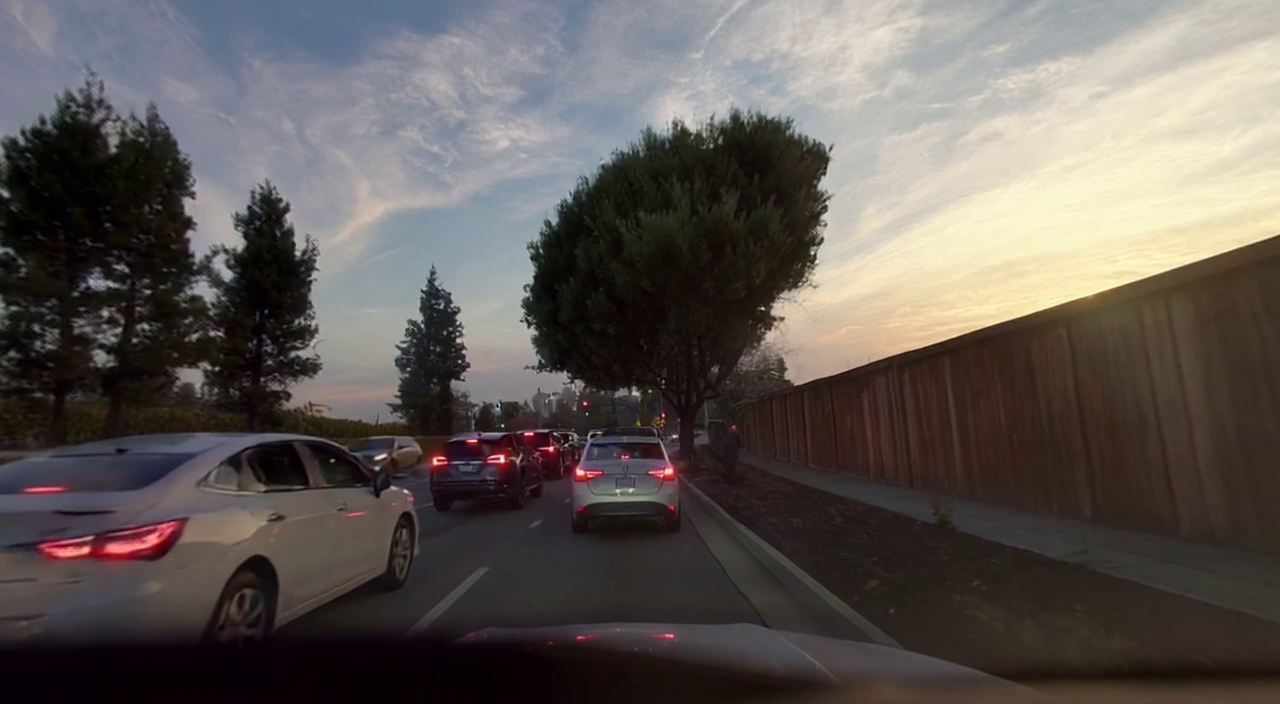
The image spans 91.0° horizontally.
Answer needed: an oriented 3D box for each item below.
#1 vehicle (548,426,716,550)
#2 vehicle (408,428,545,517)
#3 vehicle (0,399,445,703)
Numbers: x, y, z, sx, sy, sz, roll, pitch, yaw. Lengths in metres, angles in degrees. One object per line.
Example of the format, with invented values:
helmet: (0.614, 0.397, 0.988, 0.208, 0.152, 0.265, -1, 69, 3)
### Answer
vehicle: (-0.130, 1.907, 9.490, 1.995, 1.460, 3.865, 0, -8, -1)
vehicle: (-3.228, 2.444, 13.234, 1.850, 1.582, 3.688, 0, -8, 0)
vehicle: (-3.157, 1.268, 4.510, 1.980, 1.520, 4.636, 0, -8, 1)
